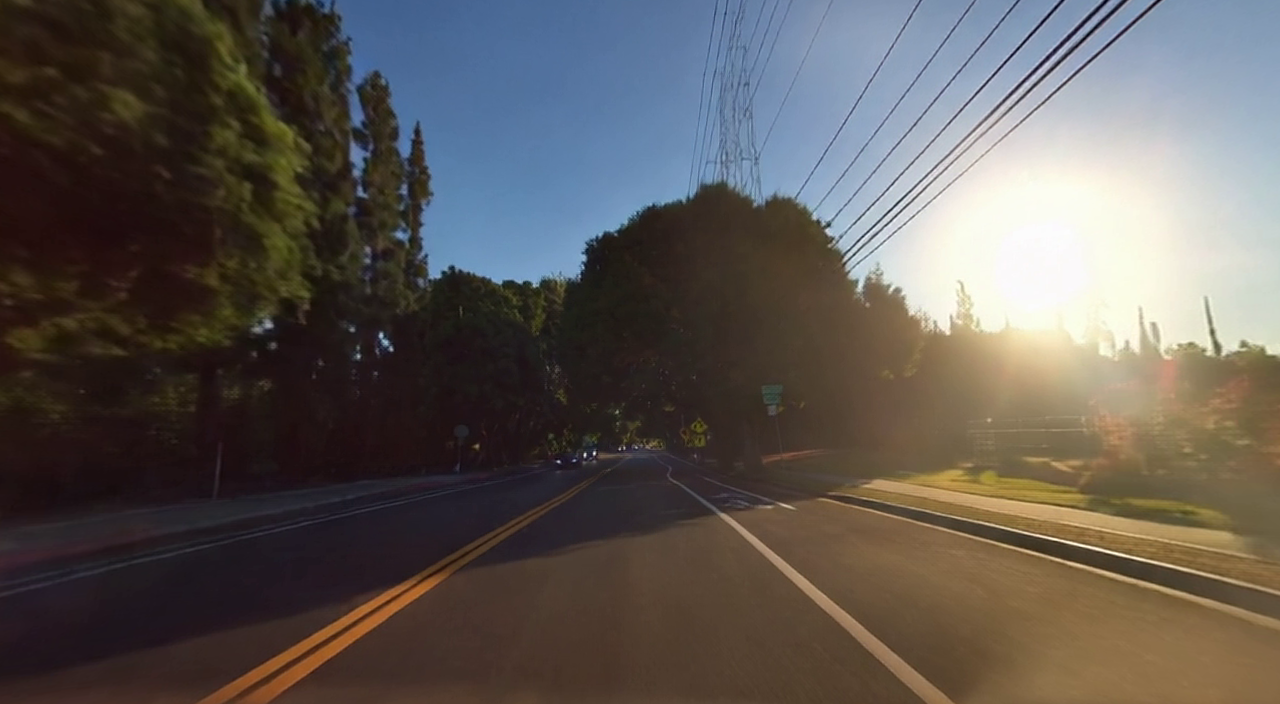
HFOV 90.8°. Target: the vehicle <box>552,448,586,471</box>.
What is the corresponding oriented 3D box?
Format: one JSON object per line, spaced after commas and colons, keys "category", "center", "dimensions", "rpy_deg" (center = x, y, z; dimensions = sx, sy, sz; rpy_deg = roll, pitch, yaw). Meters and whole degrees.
{"category": "vehicle", "center": [-4.942, 7.521, 44.448], "dimensions": [1.966, 1.468, 4.207], "rpy_deg": [0, -8, 0]}
